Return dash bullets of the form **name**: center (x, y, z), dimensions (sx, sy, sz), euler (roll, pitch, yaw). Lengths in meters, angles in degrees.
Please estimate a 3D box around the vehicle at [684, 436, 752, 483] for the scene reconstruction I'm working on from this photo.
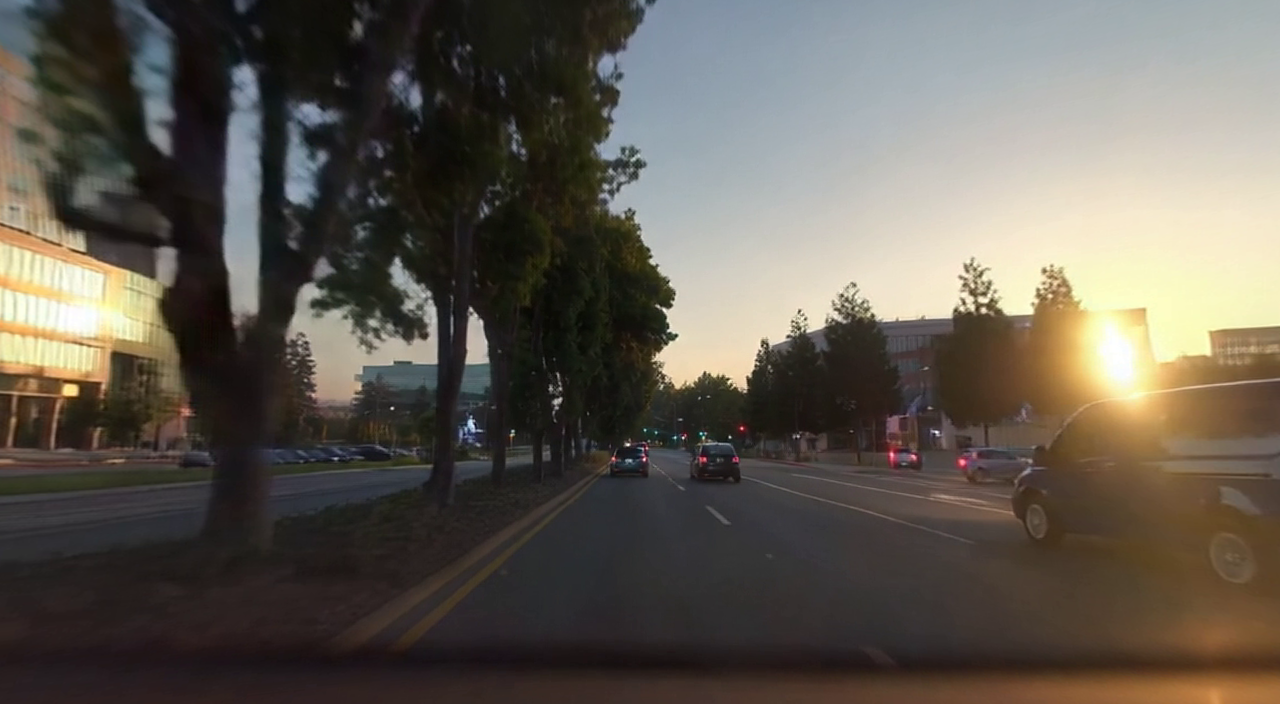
- **vehicle**: center (3.011, 4.290, 25.460), dimensions (2.047, 1.711, 4.265), euler (0, -8, -2)

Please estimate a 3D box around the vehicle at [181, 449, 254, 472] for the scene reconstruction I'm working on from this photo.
- **vehicle**: center (-29.087, 7.441, 43.716), dimensions (1.877, 1.455, 4.629), euler (0, -8, 0)

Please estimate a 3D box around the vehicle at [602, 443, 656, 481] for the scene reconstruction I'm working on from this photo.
- **vehicle**: center (-0.454, 4.605, 26.649), dimensions (2.095, 1.456, 3.873), euler (0, -8, -1)

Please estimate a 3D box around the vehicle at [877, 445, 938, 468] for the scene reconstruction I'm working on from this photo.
- **vehicle**: center (18.344, 7.185, 43.586), dimensions (2.017, 1.466, 4.733), euler (0, -8, -3)

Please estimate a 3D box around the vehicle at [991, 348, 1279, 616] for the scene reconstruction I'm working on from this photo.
- **vehicle**: center (6.417, 1.219, 6.289), dimensions (2.573, 2.127, 5.568), euler (0, -8, 0)
